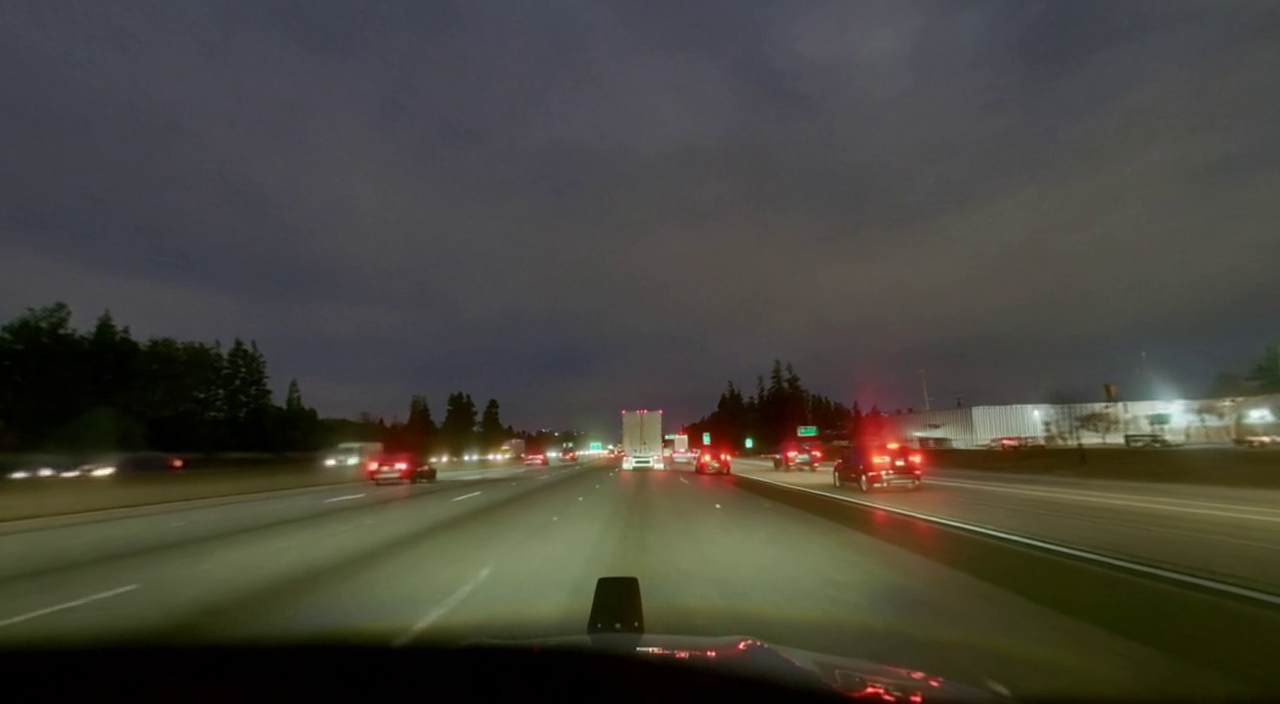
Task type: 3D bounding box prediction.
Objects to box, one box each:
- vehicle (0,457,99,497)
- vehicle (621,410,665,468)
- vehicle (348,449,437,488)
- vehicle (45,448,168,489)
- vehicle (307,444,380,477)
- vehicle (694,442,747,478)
[{"bbox_3d":[-24.086,4.945,25.232,1.593,1.431,3.593,0,-9,-1],"label":"vehicle"},{"bbox_3d":[0.384,6.695,48.141,3.012,3.928,10.262,0,-9,2],"label":"vehicle"},{"bbox_3d":[-10.645,5.013,27.486,2.015,1.521,4.550,0,-9,1],"label":"vehicle"},{"bbox_3d":[-20.532,4.475,24.440,1.603,1.447,3.570,0,-9,0],"label":"vehicle"},{"bbox_3d":[-17.322,6.354,37.085,2.130,1.783,4.698,0,-9,-2],"label":"vehicle"},{"bbox_3d":[4.070,5.515,32.417,2.107,1.707,4.445,0,-9,0],"label":"vehicle"}]
